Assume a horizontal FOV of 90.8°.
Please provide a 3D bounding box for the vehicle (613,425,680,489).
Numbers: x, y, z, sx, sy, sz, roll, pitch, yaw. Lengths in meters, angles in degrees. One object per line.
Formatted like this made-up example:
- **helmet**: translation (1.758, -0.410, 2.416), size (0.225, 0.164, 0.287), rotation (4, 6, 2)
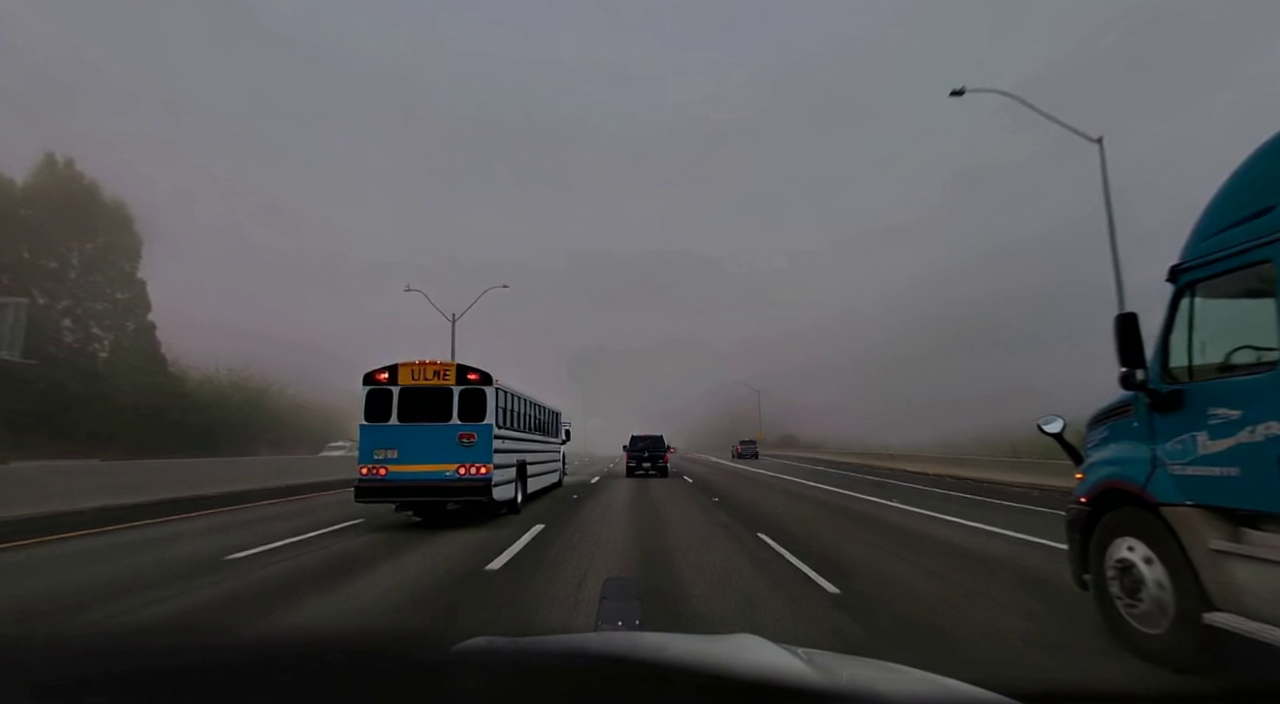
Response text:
- **vehicle**: translation (0.156, 3.507, 21.403), size (2.037, 1.929, 4.343), rotation (0, -8, -1)

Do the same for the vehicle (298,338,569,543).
- **vehicle**: translation (-3.472, 1.861, 13.353), size (2.947, 3.009, 7.991), rotation (0, -8, 0)
